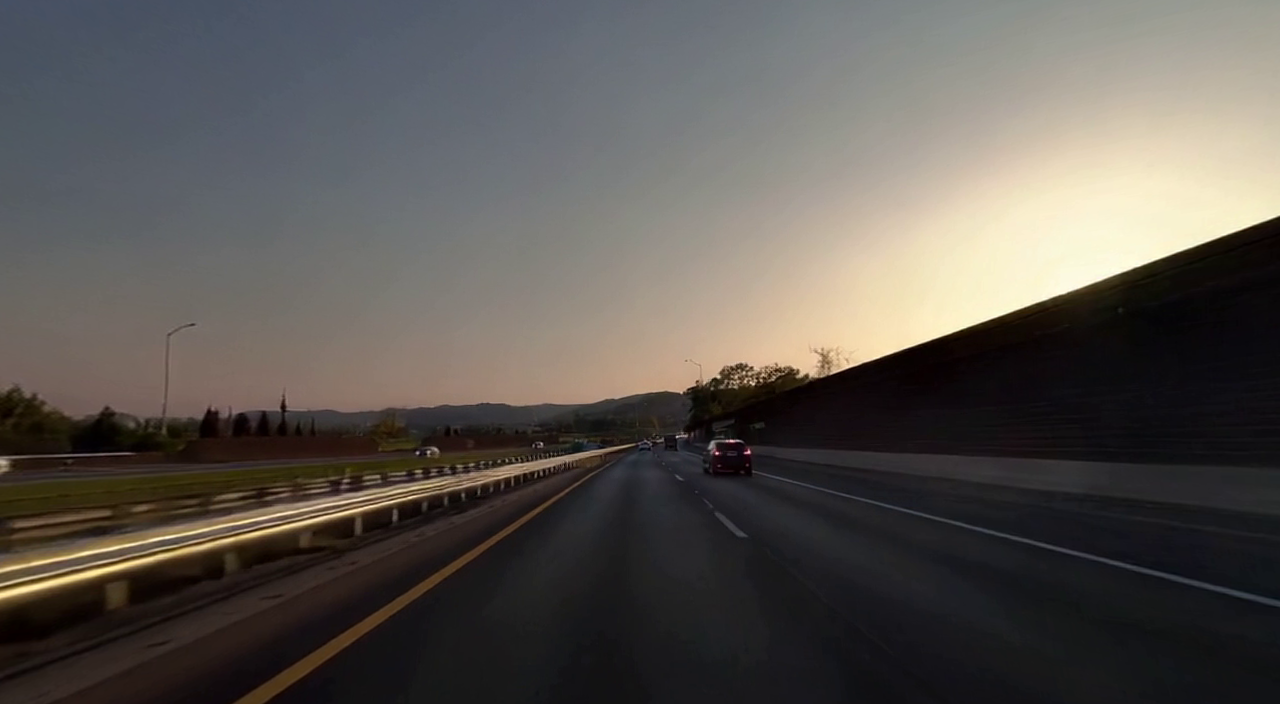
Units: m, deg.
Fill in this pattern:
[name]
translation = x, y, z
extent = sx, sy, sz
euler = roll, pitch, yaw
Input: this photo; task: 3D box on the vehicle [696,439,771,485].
[vehicle]
translation = 3.343, 4.037, 23.372
extent = 2.044, 1.527, 4.658
euler = 0, -8, -1
